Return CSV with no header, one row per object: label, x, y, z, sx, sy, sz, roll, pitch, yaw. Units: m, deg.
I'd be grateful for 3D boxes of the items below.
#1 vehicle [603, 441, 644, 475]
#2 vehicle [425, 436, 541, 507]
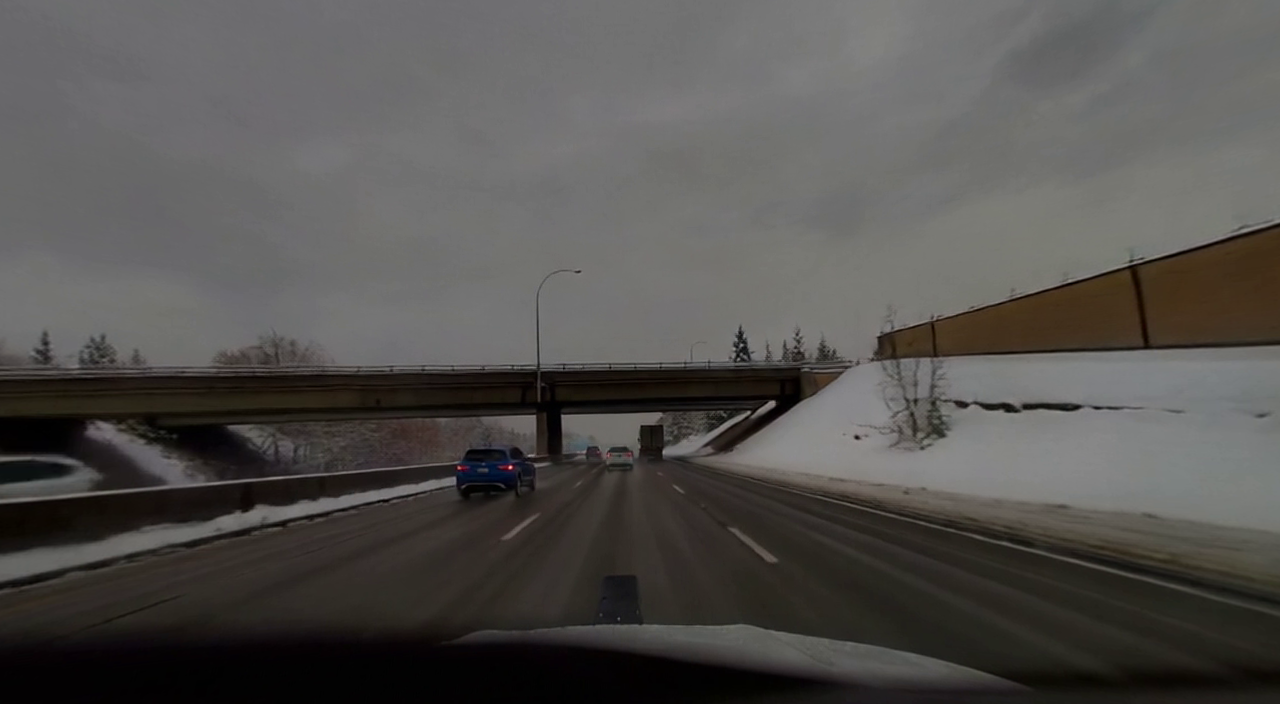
vehicle,-0.835,5.479,32.544,2.004,1.615,4.113,0,-9,-1
vehicle,-3.835,2.997,16.099,1.987,1.548,3.981,0,-9,-1
